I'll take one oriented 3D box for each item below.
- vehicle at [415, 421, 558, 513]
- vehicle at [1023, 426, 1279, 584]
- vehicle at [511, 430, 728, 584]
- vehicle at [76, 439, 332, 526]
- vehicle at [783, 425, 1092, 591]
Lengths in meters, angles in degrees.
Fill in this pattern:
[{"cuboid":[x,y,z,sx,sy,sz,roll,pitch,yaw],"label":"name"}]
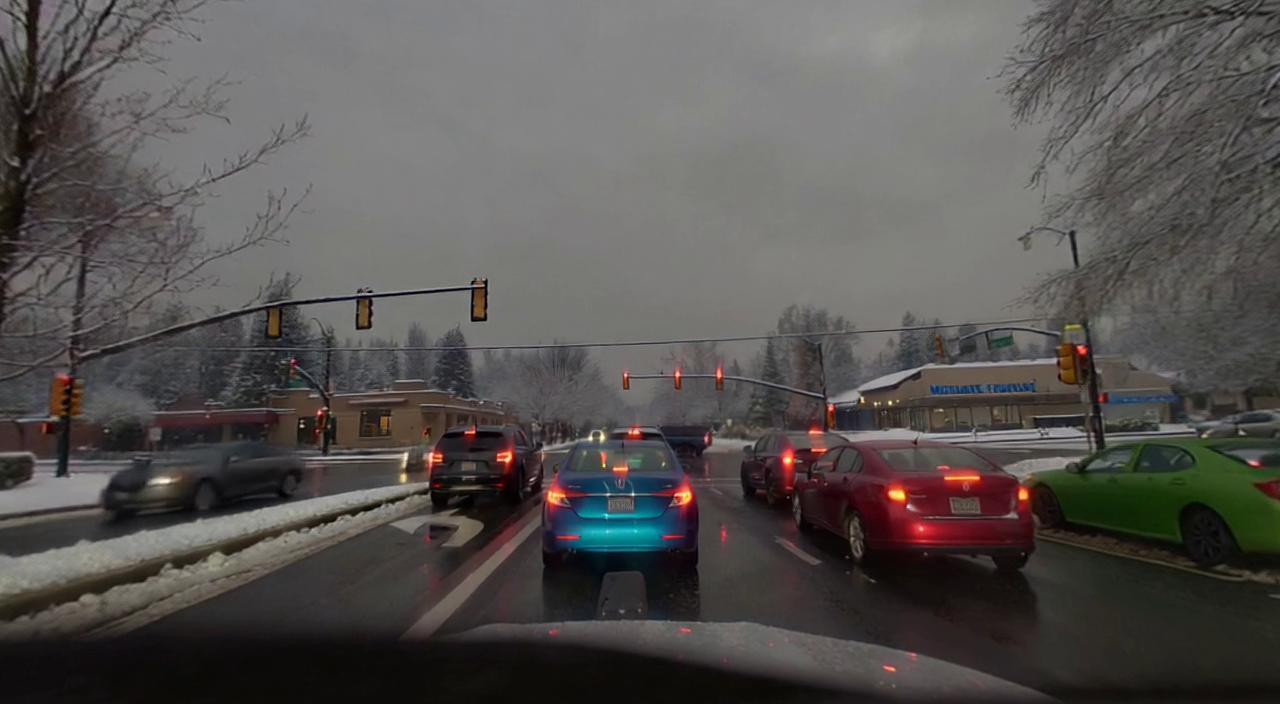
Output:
[{"cuboid":[-3.440,2.706,15.381,2.160,1.823,5.115,0,-8,1],"label":"vehicle"},{"cuboid":[7.198,1.732,7.818,2.004,1.508,4.646,0,-8,0],"label":"vehicle"},{"cuboid":[-0.178,1.800,8.158,2.098,1.477,3.897,0,-8,1],"label":"vehicle"},{"cuboid":[-8.688,2.607,13.295,1.966,1.469,4.714,0,-9,1],"label":"vehicle"},{"cuboid":[3.235,1.756,7.998,2.020,1.513,4.120,0,-8,2],"label":"vehicle"}]
